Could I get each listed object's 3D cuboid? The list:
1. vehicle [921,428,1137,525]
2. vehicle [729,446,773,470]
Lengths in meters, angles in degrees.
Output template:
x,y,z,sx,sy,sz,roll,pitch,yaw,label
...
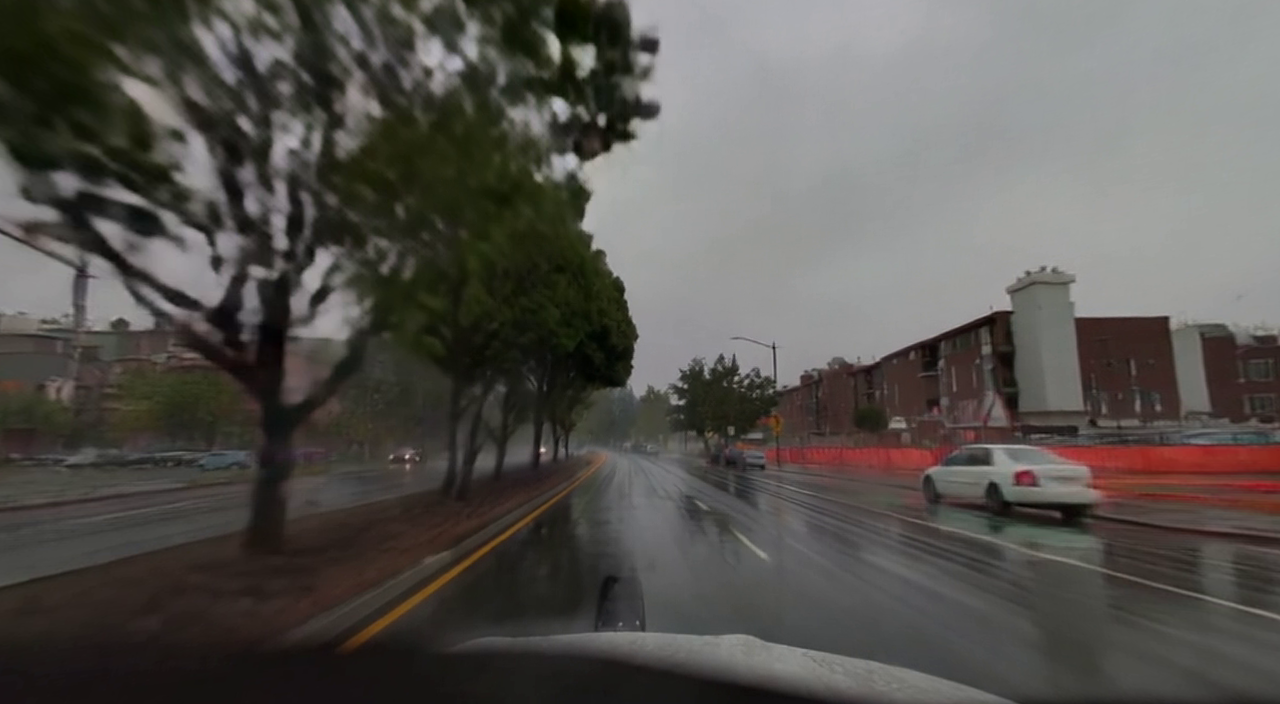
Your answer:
x,y,z,sx,sy,sz,roll,pitch,yaw,label
8.259,2.649,14.055,2.080,1.706,4.392,2,-8,1,vehicle
7.631,7.305,43.851,1.974,1.472,4.654,2,-8,-3,vehicle
